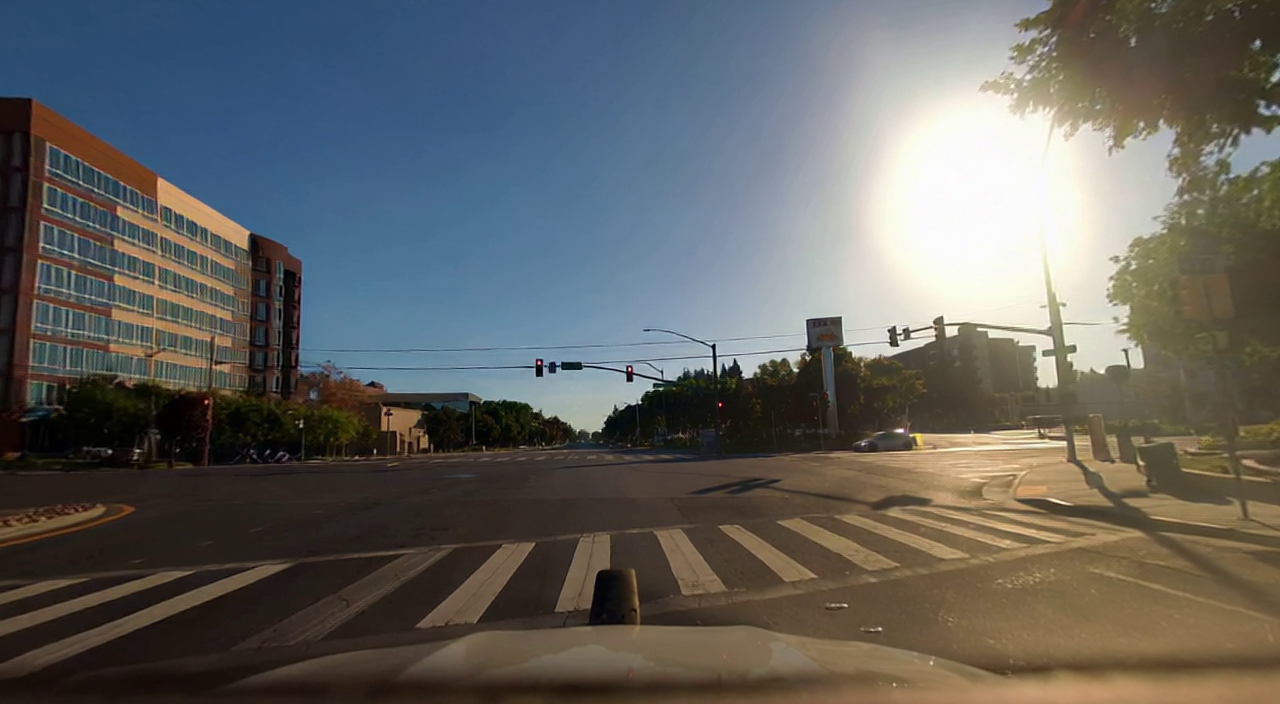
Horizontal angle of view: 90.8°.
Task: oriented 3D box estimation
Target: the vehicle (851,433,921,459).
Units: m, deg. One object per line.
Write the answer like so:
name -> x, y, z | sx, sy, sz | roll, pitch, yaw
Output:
vehicle -> 17.625, 6.734, 45.230 | 4.600, 1.783, 1.970 | 4, -10, -26
